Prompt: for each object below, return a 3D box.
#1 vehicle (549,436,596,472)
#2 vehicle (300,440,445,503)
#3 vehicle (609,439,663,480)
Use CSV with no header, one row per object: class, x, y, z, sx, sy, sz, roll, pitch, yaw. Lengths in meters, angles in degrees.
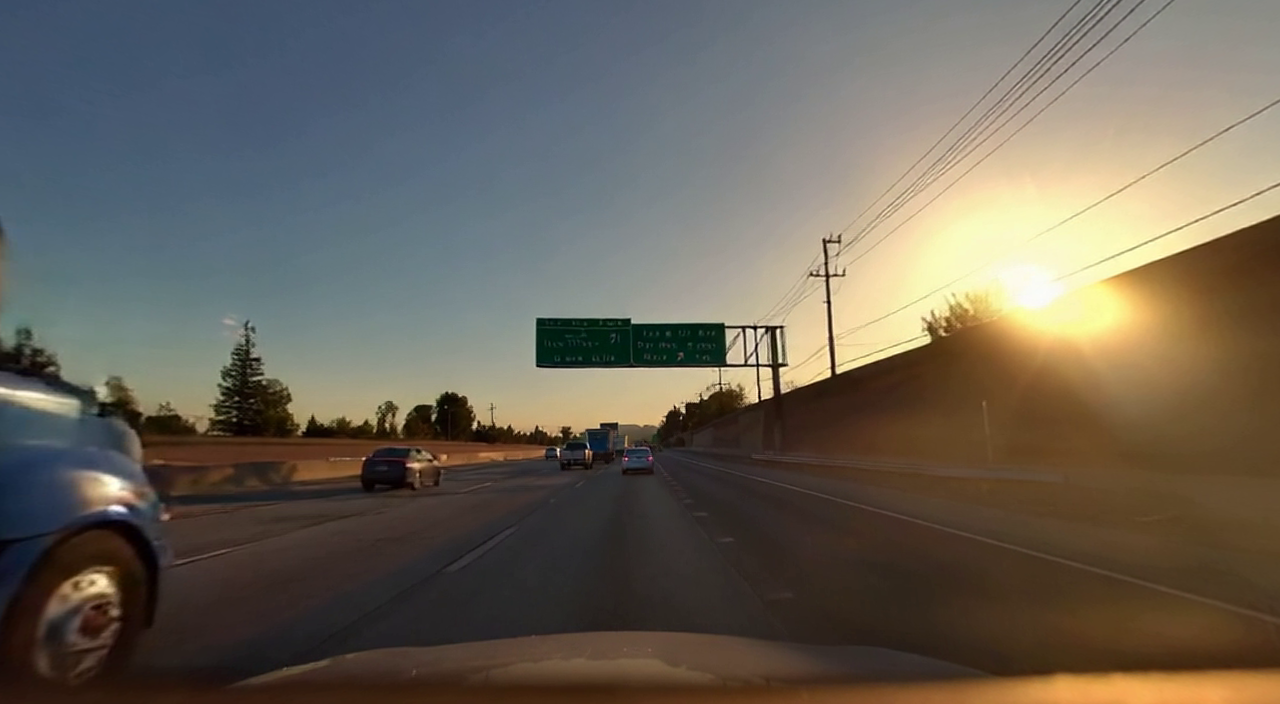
vehicle,-3.735,5.746,35.603,2.109,1.840,4.614,0,-9,1
vehicle,-7.268,3.285,17.749,2.025,1.510,4.582,0,-9,1
vehicle,-0.148,4.638,27.361,2.178,1.640,4.071,0,-9,0
